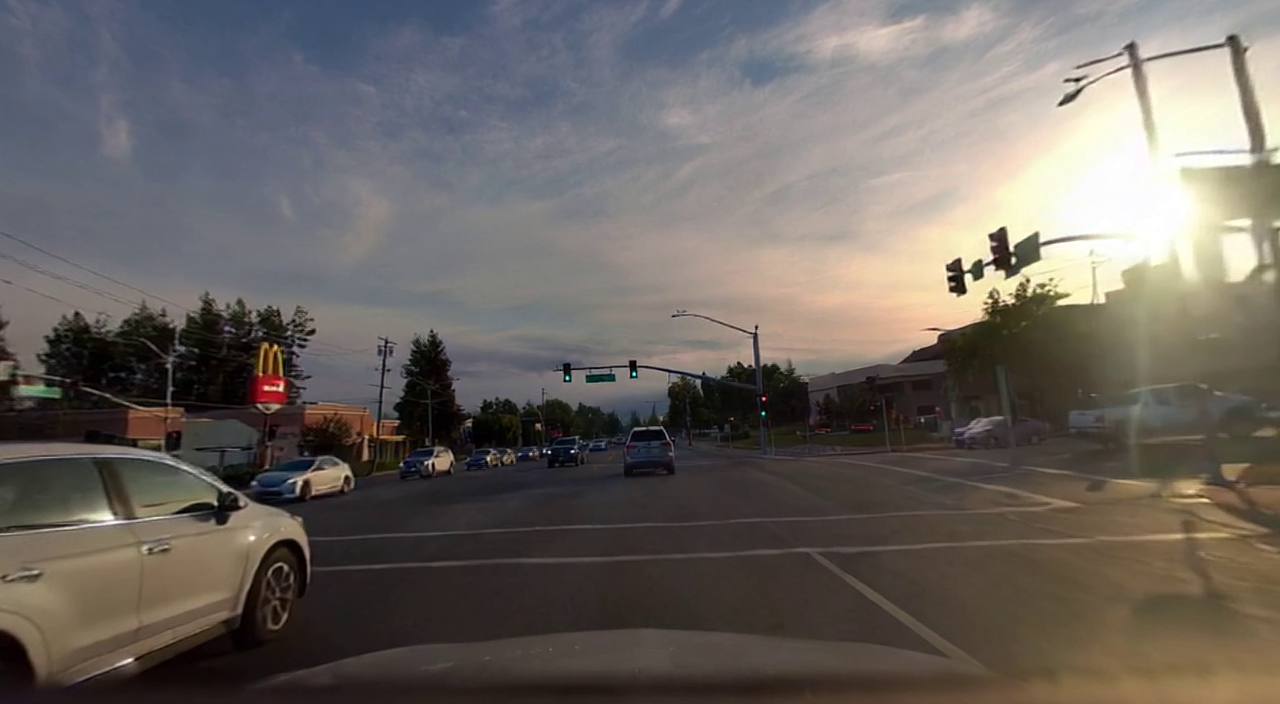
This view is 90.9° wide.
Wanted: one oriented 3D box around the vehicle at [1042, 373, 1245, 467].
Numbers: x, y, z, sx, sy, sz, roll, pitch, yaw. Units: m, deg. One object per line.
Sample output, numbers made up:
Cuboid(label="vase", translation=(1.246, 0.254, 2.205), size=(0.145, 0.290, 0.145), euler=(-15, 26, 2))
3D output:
Cuboid(label="vehicle", translation=(13.703, 1.904, 17.054), size=(5.877, 2.148, 2.452), euler=(5, -10, -34))

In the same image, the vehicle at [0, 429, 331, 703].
Cuboid(label="vehicle", translation=(-3.632, 1.149, 3.189), size=(1.996, 1.463, 4.094), euler=(-1, -8, 1))

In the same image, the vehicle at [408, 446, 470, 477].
Cuboid(label="vehicle", translation=(-11.436, 6.236, 36.212), size=(2.184, 1.641, 4.429), euler=(0, -8, -1))

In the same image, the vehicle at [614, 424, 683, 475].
Cuboid(label="vehicle", translation=(0.255, 3.952, 25.826), size=(2.513, 1.854, 5.235), euler=(0, -8, -1))
